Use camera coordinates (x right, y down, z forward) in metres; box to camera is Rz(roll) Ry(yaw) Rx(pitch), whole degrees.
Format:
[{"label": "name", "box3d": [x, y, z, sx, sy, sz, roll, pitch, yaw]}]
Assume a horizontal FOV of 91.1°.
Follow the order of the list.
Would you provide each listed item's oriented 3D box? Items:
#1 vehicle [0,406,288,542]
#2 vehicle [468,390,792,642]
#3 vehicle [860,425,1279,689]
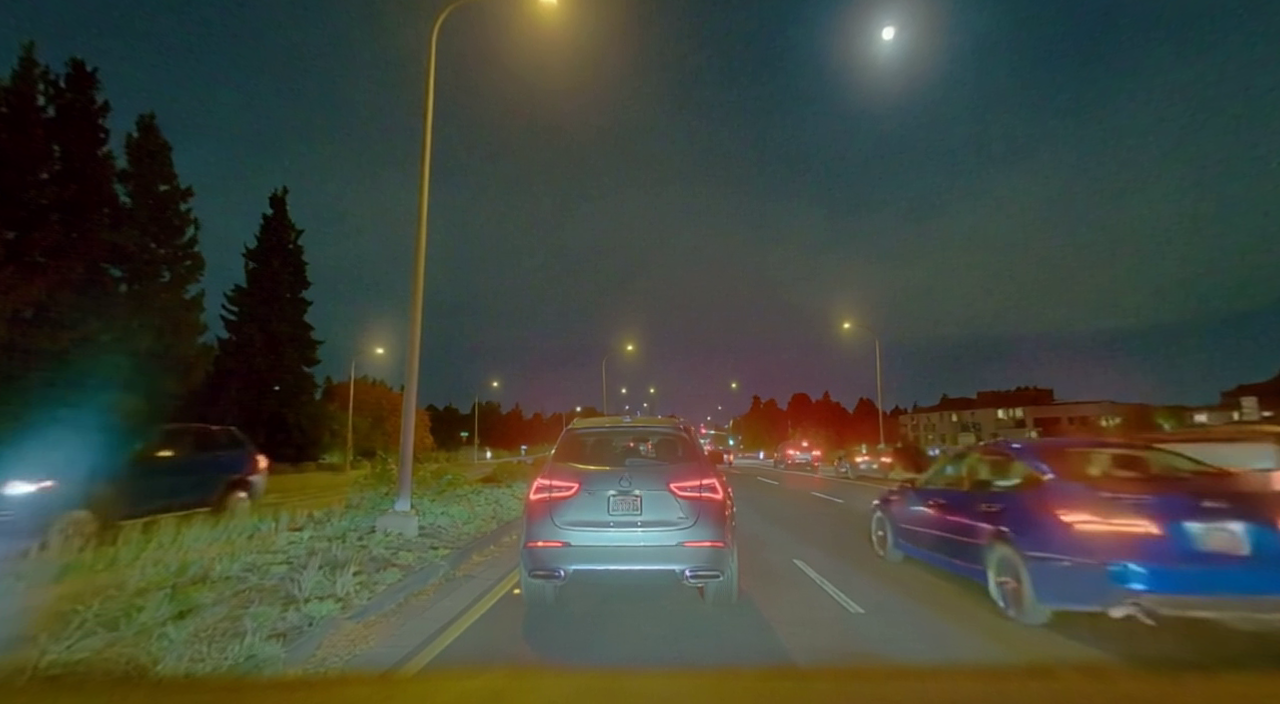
[{"label": "vehicle", "box3d": [-9.742, 2.189, 11.979, 2.575, 1.940, 5.755, 0, -9, 2]}, {"label": "vehicle", "box3d": [-0.083, 1.408, 6.340, 2.172, 1.694, 4.055, 0, -8, 0]}, {"label": "vehicle", "box3d": [3.845, 1.485, 5.774, 2.058, 1.468, 4.339, 0, -9, 0]}]
